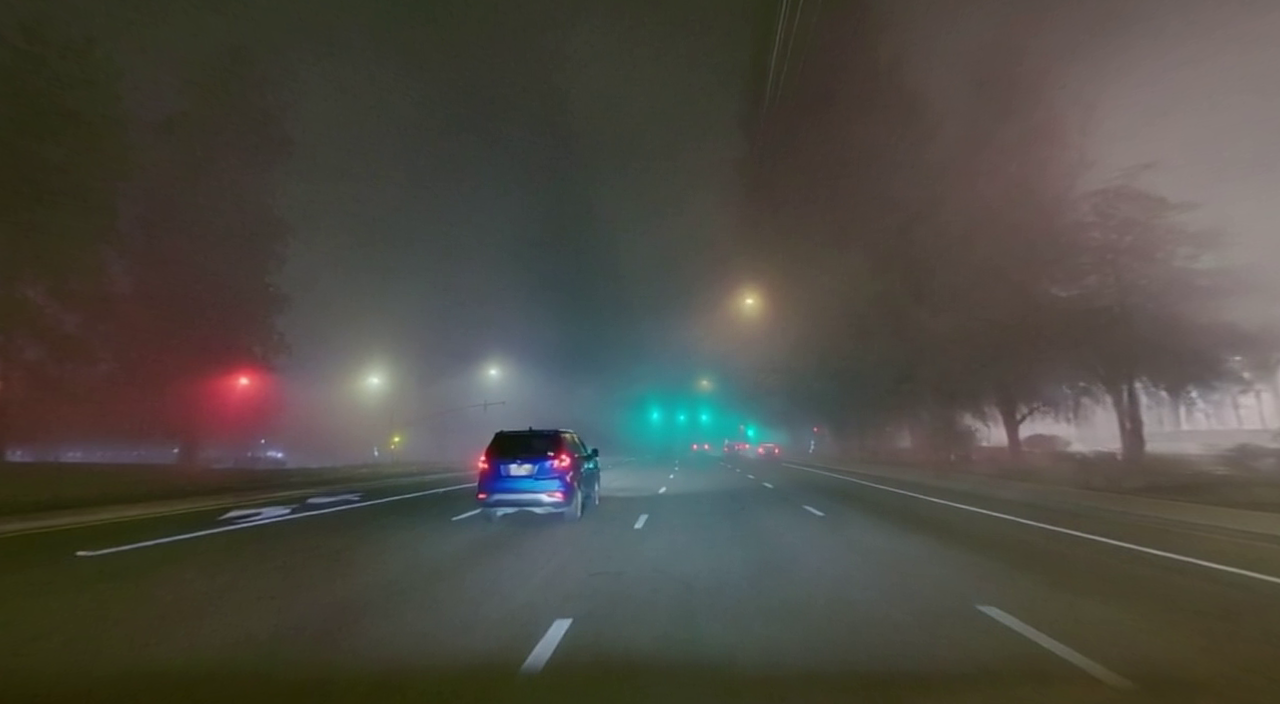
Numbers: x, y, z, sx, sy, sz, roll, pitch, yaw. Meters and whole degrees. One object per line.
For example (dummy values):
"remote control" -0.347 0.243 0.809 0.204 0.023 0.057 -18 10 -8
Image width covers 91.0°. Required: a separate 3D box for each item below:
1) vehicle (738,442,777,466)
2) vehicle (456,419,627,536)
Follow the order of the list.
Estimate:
"vehicle" 7.490 6.545 40.511 1.983 1.464 4.472 -1 -9 4
"vehicle" -1.528 2.209 11.704 2.033 1.713 4.503 -1 -9 6
